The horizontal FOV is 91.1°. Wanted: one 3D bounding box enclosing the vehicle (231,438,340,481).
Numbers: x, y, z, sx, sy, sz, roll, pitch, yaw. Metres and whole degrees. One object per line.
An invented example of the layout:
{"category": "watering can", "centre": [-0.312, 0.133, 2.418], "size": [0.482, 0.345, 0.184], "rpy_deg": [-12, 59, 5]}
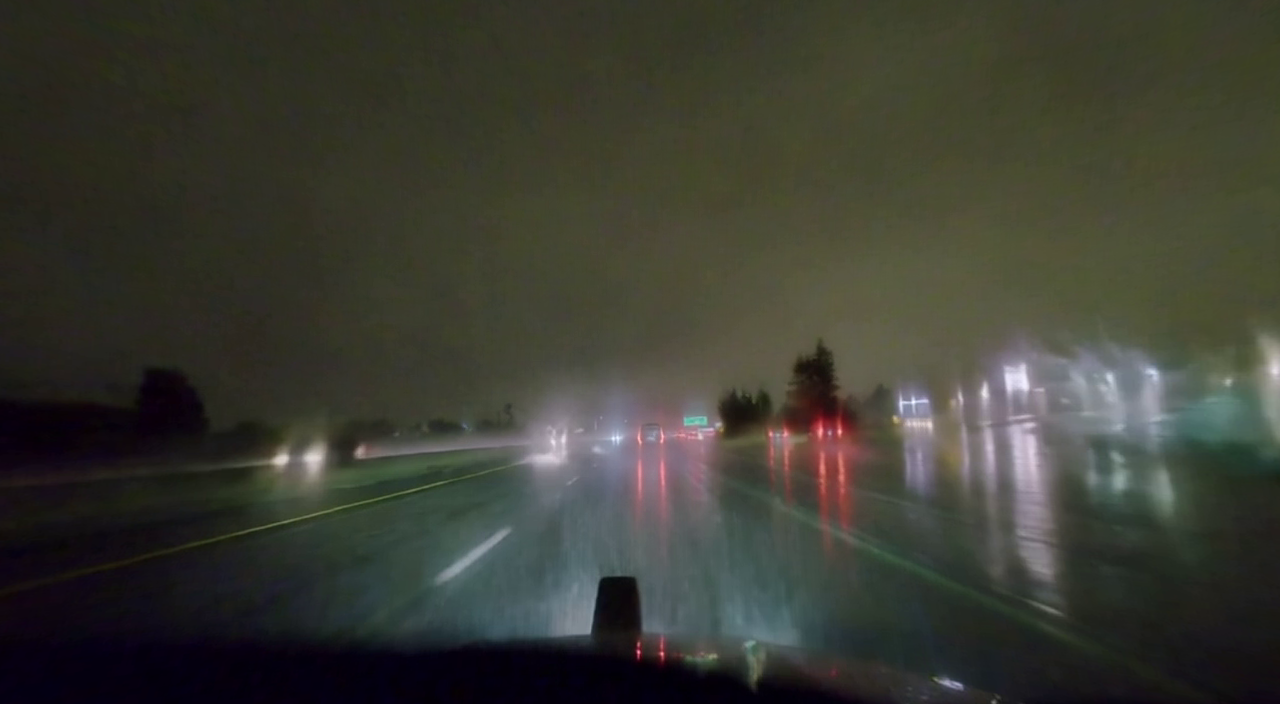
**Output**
{"category": "vehicle", "centre": [-13.837, 4.175, 24.860], "size": [1.902, 1.526, 4.123], "rpy_deg": [0, -8, 0]}
